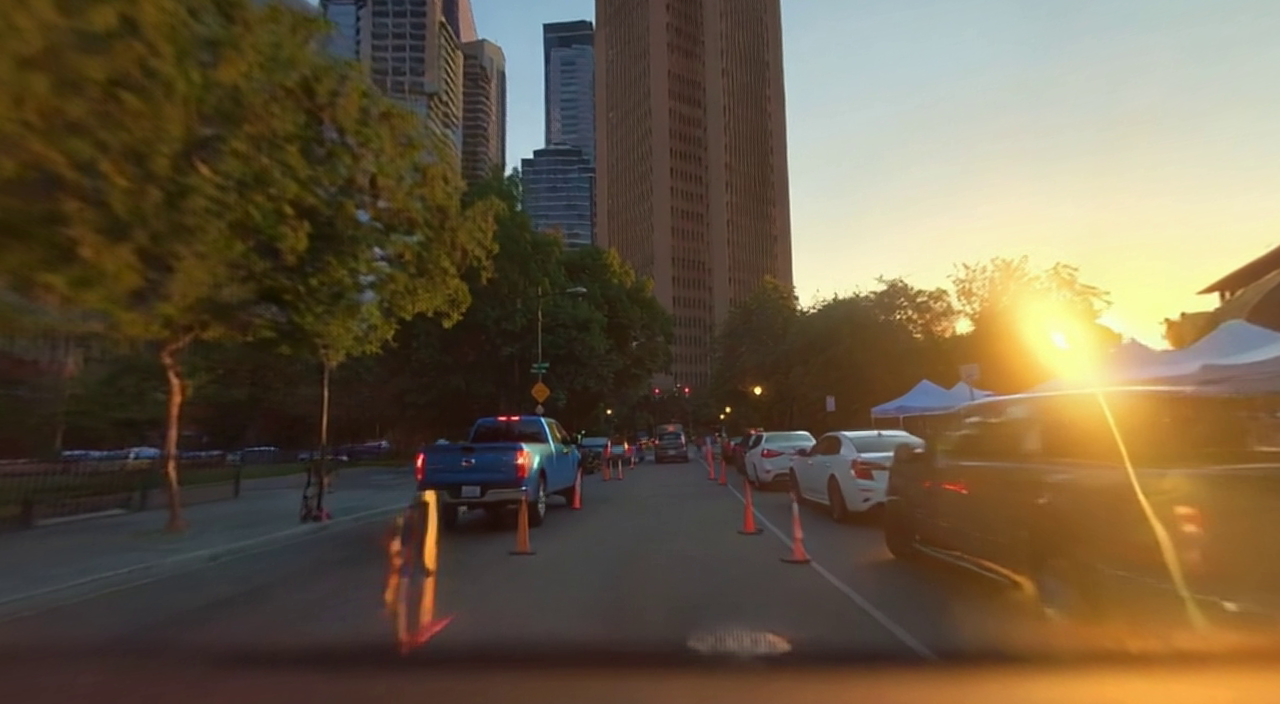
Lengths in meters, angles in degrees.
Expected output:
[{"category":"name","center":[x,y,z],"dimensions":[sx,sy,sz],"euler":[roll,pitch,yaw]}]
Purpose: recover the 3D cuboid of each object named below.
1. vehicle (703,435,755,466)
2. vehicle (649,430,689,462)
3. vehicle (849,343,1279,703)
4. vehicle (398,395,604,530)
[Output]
[{"category":"vehicle","center":[4.545,5.109,33.035],"dimensions":[2.021,1.506,4.643],"euler":[0,-7,0]},{"category":"vehicle","center":[1.707,5.615,37.693],"dimensions":[2.183,1.784,4.317],"euler":[-1,-8,2]},{"category":"vehicle","center":[3.293,1.112,4.869],"dimensions":[1.923,1.708,4.239],"euler":[0,-8,1]},{"category":"vehicle","center":[-2.201,2.041,12.126],"dimensions":[2.452,1.954,5.653],"euler":[-1,-8,2]}]
